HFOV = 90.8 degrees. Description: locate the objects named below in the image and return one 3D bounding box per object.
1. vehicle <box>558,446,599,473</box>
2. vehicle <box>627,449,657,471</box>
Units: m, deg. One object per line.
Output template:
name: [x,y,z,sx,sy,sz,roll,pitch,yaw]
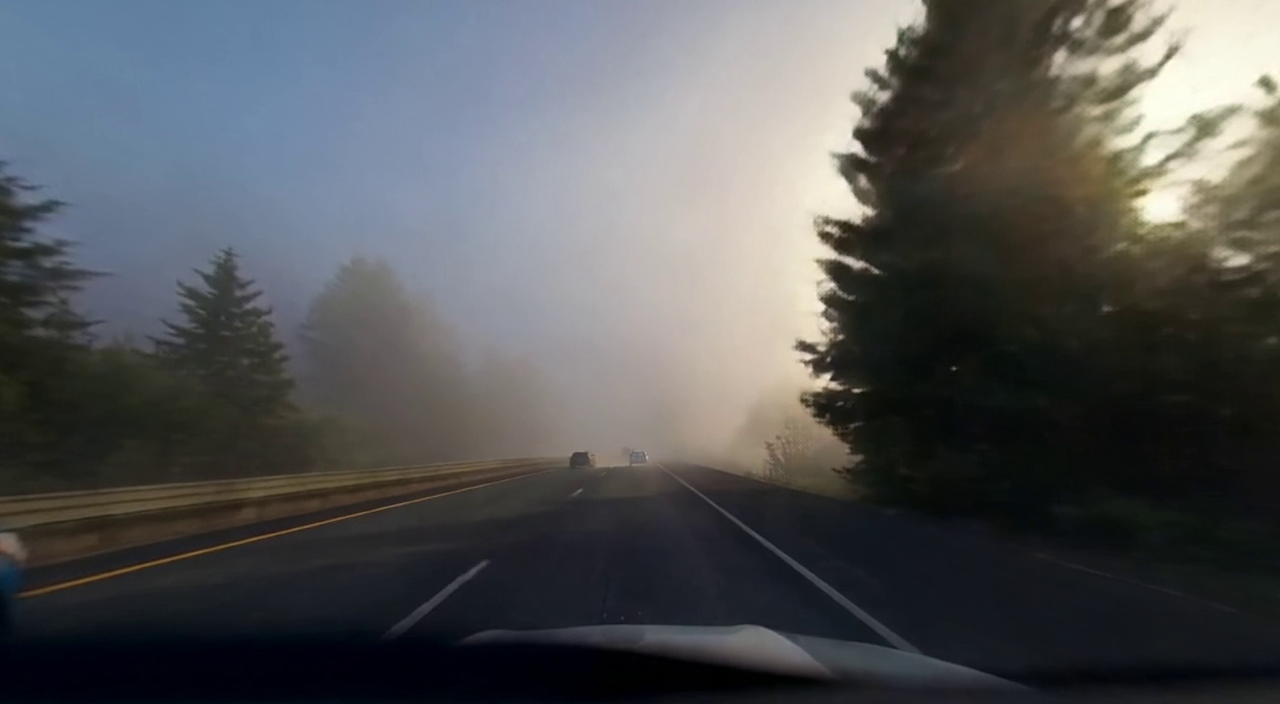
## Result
vehicle: [-3.973,7.030,41.549,2.182,1.629,4.263,0,-9,1]
vehicle: [0.147,7.701,45.249,2.046,1.452,4.407,0,-9,0]
